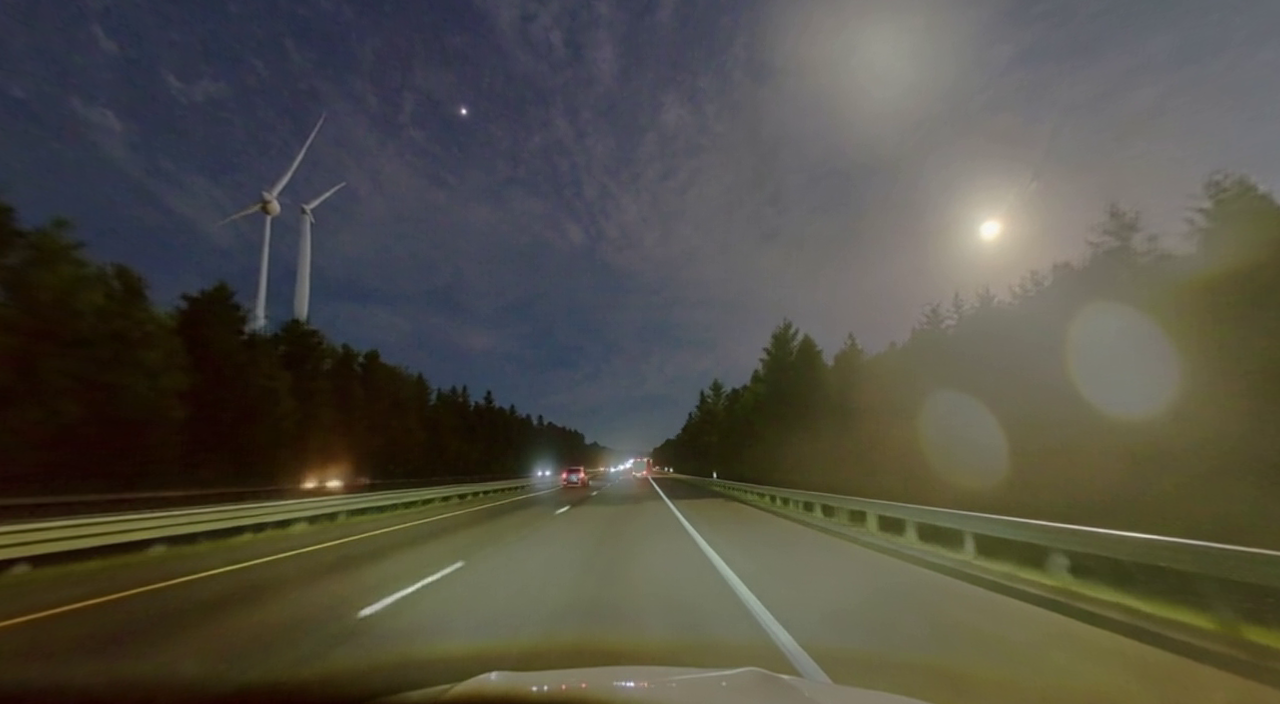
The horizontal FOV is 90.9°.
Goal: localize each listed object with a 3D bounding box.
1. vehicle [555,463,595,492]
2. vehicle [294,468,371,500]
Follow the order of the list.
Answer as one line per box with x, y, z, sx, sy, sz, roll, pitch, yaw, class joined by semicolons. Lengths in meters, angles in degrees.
-4.137;8.106;40.883;2.124;1.705;4.440;1;-11;0;vehicle
-16.552;7.117;34.196;1.910;1.572;4.370;1;-11;0;vehicle
